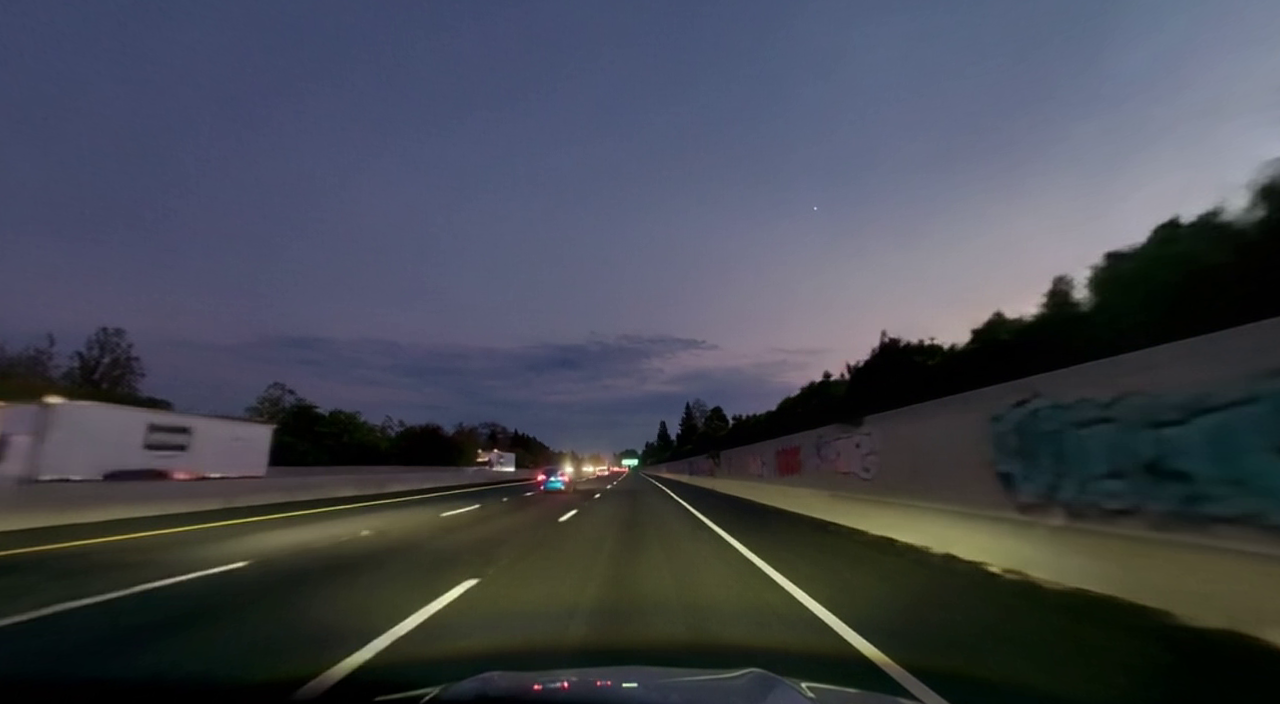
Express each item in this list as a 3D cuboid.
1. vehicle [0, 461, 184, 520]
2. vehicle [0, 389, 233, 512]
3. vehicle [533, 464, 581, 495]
[{"bbox_3d":[-15.828,3.921,18.237,1.842,1.456,4.483,1,-10,0],"label":"vehicle"},{"bbox_3d":[-22.861,4.097,25.490,2.914,4.029,14.713,1,-11,0],"label":"vehicle"},{"bbox_3d":[-4.134,6.435,31.896,1.941,1.437,3.829,1,-10,0],"label":"vehicle"}]
